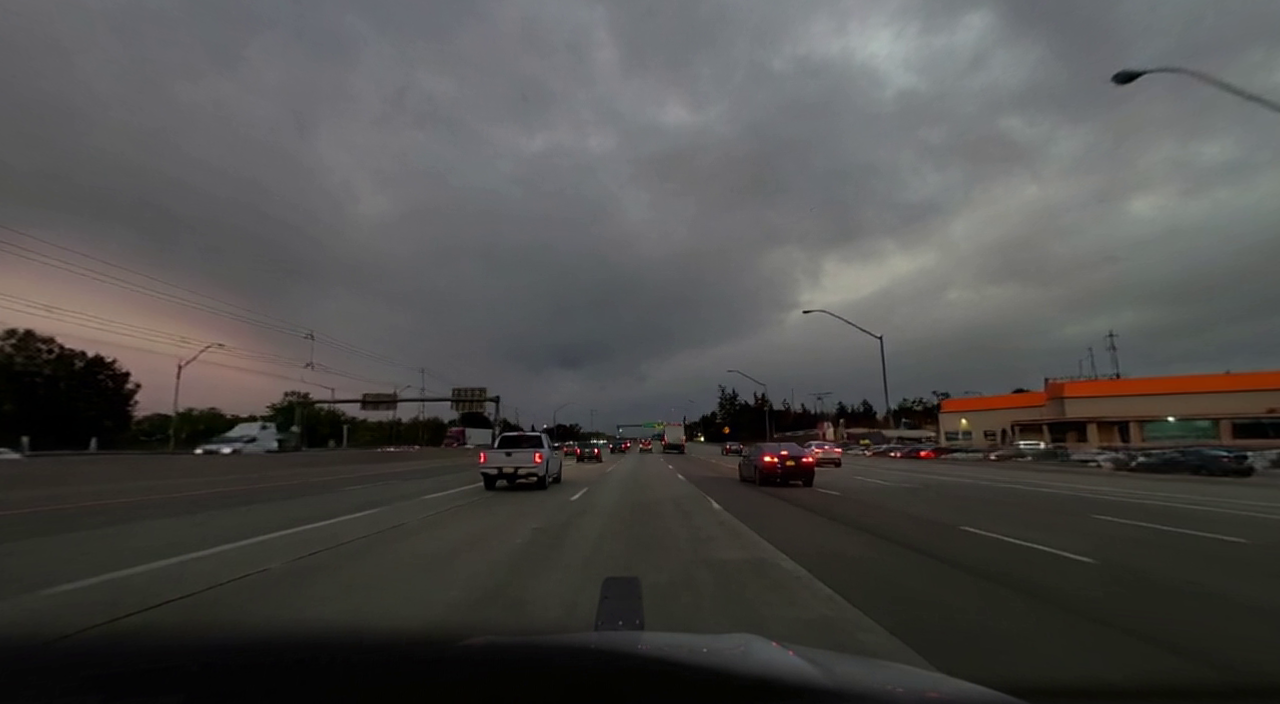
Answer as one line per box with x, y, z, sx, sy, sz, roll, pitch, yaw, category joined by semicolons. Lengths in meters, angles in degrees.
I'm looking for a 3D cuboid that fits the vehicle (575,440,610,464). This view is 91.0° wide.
-3.117;6.670;42.087;1.929;1.521;4.097;0;-9;1;vehicle

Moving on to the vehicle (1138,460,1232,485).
35.659;7.894;41.262;4.215;1.501;1.849;-1;-9;6;vehicle

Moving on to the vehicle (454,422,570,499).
-3.281;2.899;17.167;2.130;1.799;4.583;0;-9;1;vehicle

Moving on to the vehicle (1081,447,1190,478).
35.545;7.955;45.308;5.651;1.888;2.384;-3;-9;1;vehicle

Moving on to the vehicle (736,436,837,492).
4.349;3.396;19.429;1.980;1.501;4.433;0;-9;-1;vehicle

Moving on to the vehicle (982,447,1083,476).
29.099;8.123;46.858;5.824;2.108;2.304;0;-9;2;vehicle
